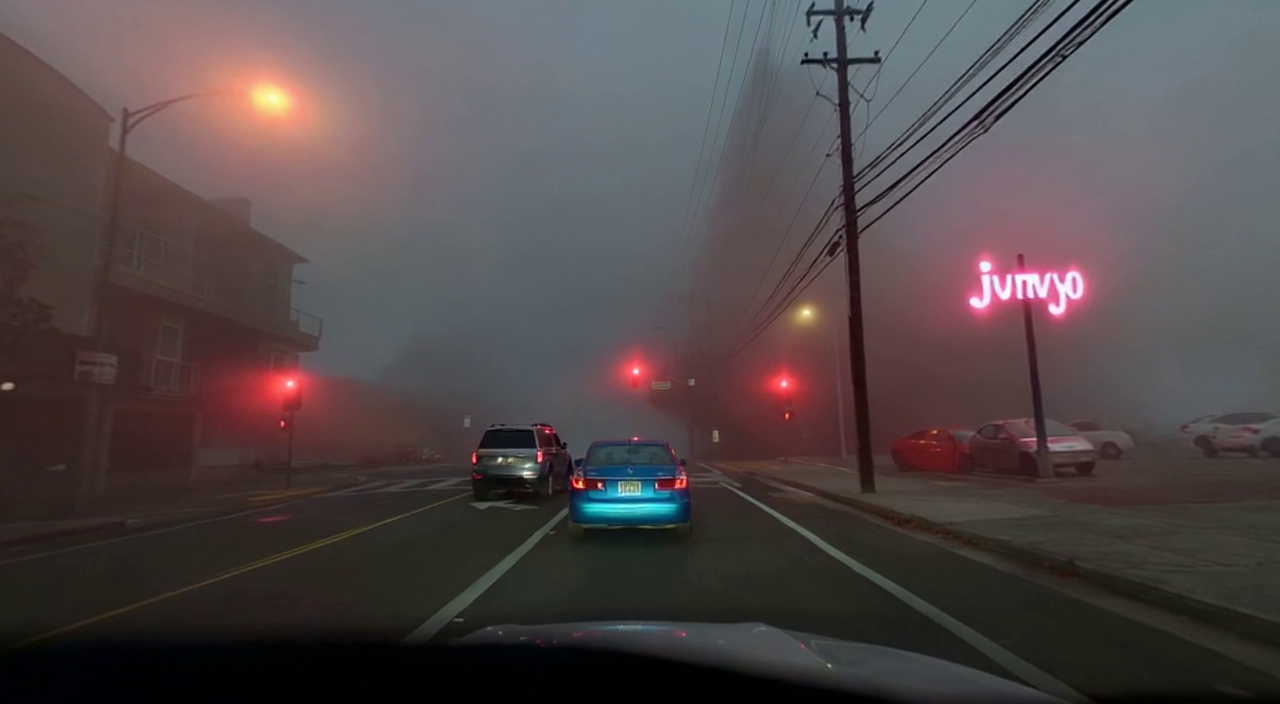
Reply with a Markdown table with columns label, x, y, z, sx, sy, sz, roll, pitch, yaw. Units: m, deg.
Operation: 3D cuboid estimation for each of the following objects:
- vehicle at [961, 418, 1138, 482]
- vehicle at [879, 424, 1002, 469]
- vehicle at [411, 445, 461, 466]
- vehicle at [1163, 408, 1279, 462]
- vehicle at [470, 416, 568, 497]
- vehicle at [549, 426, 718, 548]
| label | x | y | z | sx | sy | sz | roll | pitch | yaw |
| --- | --- | --- | --- | --- | --- | --- | --- | --- | --- |
| vehicle | 10.549 | 2.574 | 16.716 | 1.888 | 1.455 | 4.268 | 0 | -8 | 1 |
| vehicle | 10.631 | 3.399 | 22.752 | 1.842 | 1.471 | 4.481 | 1 | -8 | -6 |
| vehicle | -15.558 | 7.824 | 47.937 | 2.111 | 1.511 | 4.641 | 6 | -10 | -36 |
| vehicle | 18.710 | 2.616 | 19.716 | 4.446 | 1.511 | 1.977 | 4 | -10 | -29 |
| vehicle | -3.089 | 2.765 | 17.027 | 2.106 | 1.852 | 4.512 | 1 | -8 | -5 |
| vehicle | -0.145 | 1.970 | 9.920 | 2.070 | 1.481 | 4.216 | 0 | -8 | -2 |
